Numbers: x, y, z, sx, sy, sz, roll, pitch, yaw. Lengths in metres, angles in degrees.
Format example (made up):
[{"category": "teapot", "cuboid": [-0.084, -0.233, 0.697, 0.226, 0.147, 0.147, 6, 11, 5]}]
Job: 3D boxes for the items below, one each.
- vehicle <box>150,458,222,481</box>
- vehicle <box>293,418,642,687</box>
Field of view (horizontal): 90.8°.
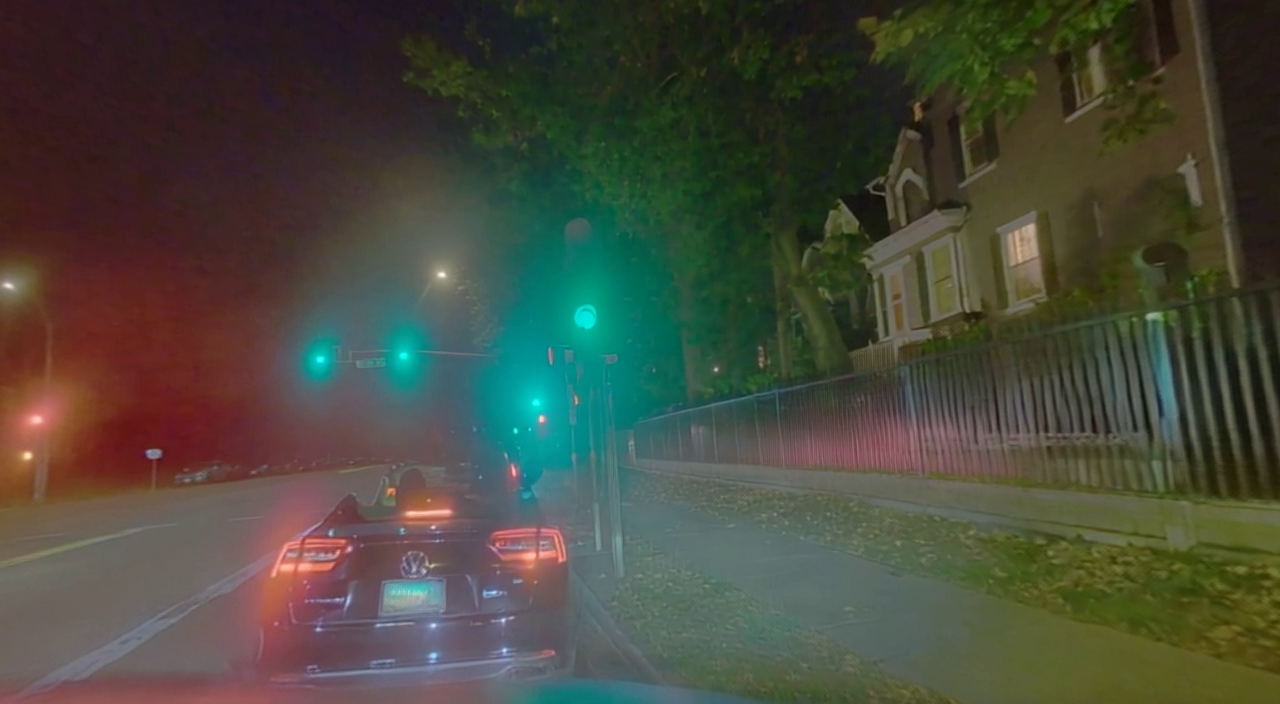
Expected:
[{"category": "vehicle", "cuboid": [-34.775, 9.004, 48.455, 3.959, 1.680, 1.785, 1, -9, -9]}, {"category": "vehicle", "cuboid": [-1.426, 1.435, 5.672, 2.024, 1.502, 3.702, 2, -9, -14]}]
